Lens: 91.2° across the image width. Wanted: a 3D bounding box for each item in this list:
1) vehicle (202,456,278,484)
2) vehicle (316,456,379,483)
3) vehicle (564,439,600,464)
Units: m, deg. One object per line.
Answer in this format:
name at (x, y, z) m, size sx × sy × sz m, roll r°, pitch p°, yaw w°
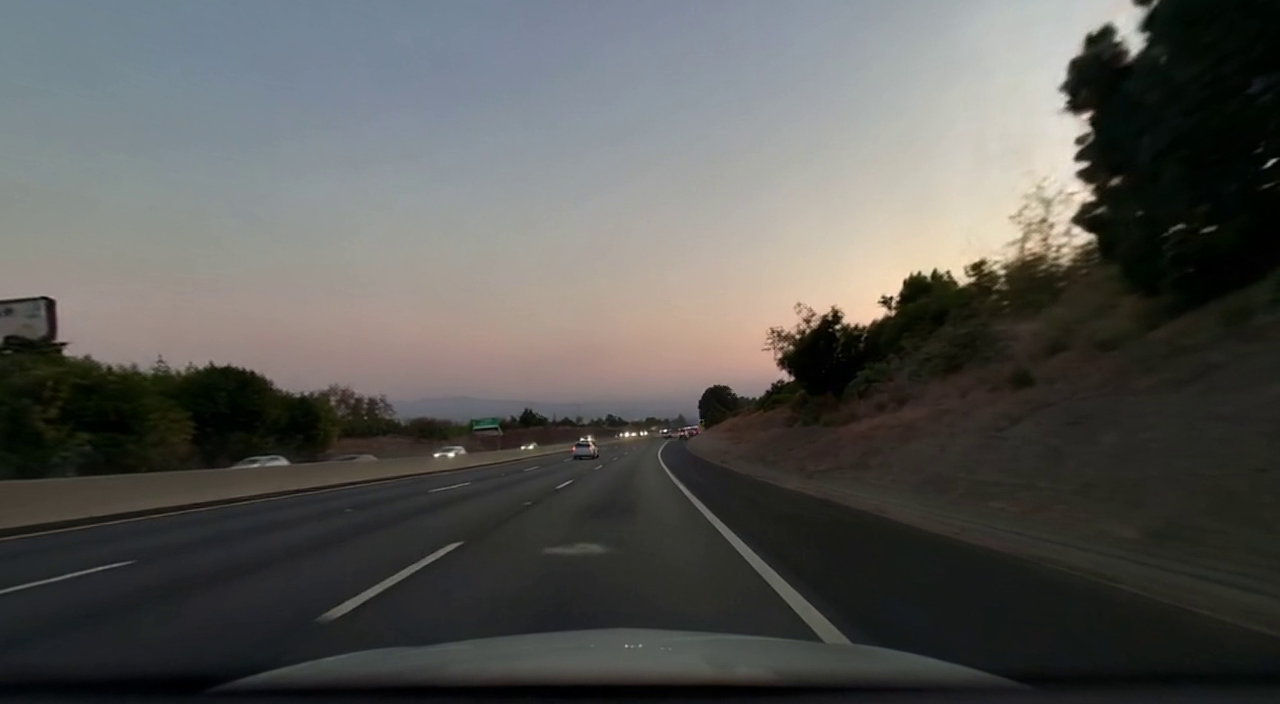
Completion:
vehicle at (-24.281, 7.128, 38.193) m, size 1.844 × 1.533 × 4.111 m, roll 0°, pitch -9°, yaw 1°
vehicle at (-16.979, 6.815, 36.587) m, size 1.775 × 1.444 × 3.821 m, roll 0°, pitch -9°, yaw 0°
vehicle at (-3.946, 6.797, 42.939) m, size 1.998 × 1.584 × 4.005 m, roll 0°, pitch -9°, yaw 1°
